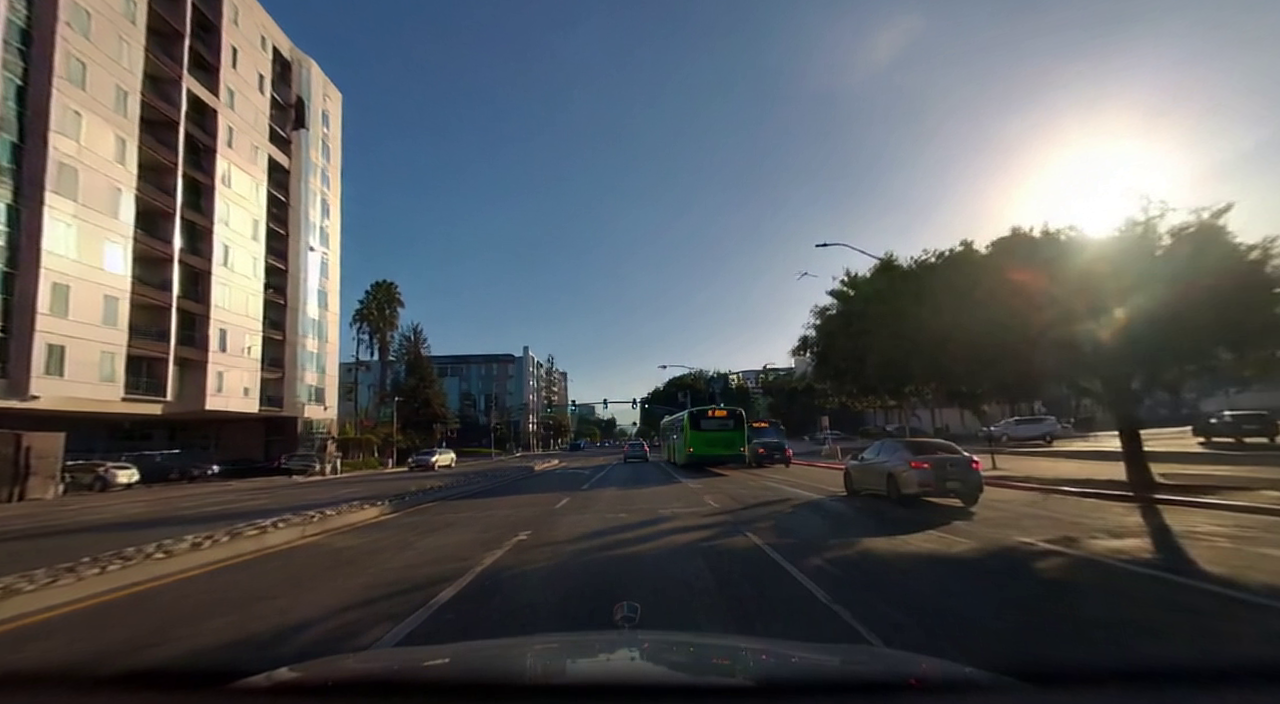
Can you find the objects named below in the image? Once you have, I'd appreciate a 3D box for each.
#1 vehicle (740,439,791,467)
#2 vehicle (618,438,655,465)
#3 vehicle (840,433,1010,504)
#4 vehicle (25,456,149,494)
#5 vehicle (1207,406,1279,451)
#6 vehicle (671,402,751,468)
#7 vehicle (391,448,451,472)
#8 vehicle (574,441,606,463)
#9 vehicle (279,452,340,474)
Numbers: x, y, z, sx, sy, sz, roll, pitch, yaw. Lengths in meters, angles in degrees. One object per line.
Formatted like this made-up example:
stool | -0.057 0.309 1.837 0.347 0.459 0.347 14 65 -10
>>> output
vehicle | 7.072 5.746 36.130 1.886 1.474 4.495 0 -9 -1
vehicle | -0.221 6.043 38.400 2.145 1.572 4.021 0 -9 -1
vehicle | 6.638 2.767 15.388 1.992 1.447 4.414 0 -9 -1
vehicle | -29.177 6.486 33.601 2.039 1.777 5.029 0 -9 -1
vehicle | 42.801 5.360 43.782 2.477 2.965 4.646 0 -9 1
vehicle | 3.796 4.854 36.328 2.760 3.325 9.045 1 -9 -5
vehicle | -14.542 7.156 42.200 2.046 1.494 4.902 0 -9 3
vehicle | -3.456 7.011 44.371 1.990 1.480 3.941 0 -9 0
vehicle | -23.719 7.981 45.506 1.878 1.480 4.586 0 -9 1
